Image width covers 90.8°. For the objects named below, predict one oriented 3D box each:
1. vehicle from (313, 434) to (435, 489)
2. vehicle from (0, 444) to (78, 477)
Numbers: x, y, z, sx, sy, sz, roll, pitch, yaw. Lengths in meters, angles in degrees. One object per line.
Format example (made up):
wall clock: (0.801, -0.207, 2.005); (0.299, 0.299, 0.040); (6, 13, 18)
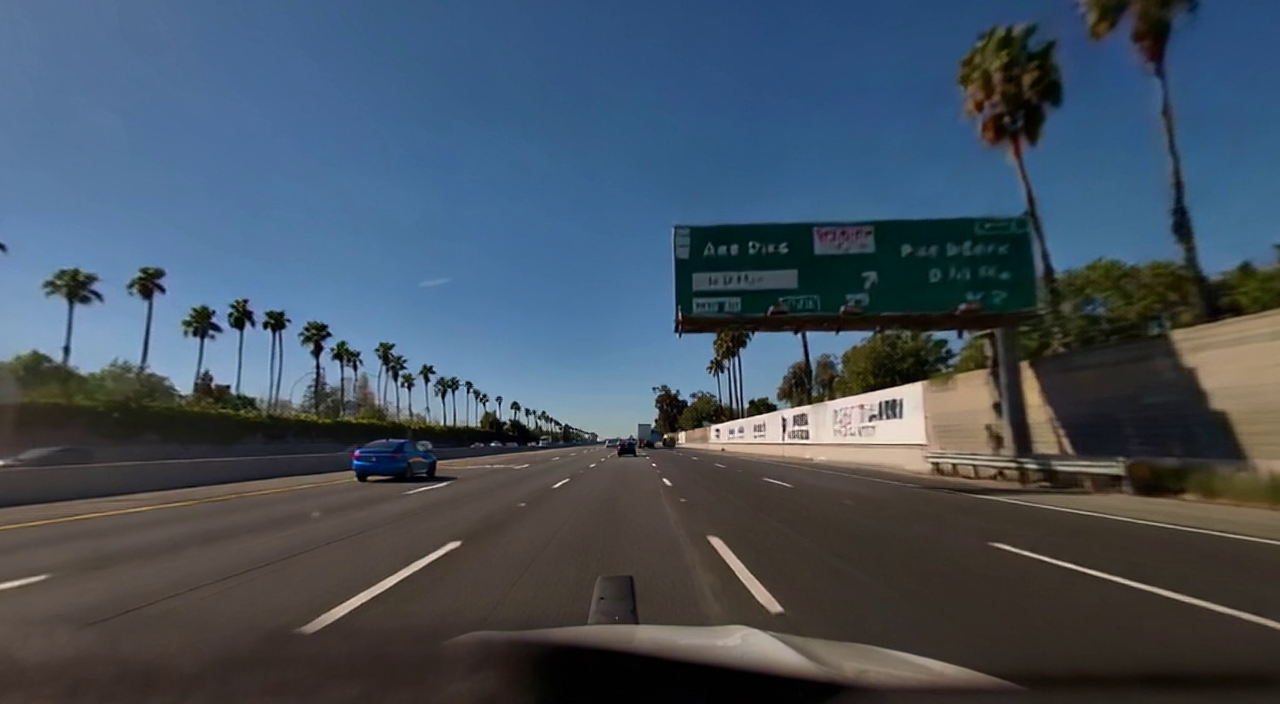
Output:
vehicle: (-8.361, 3.478, 20.390); (1.971, 1.552, 4.465); (0, -9, 0)
vehicle: (-36.249, 6.210, 36.374); (2.363, 1.746, 5.748); (0, -9, 1)
